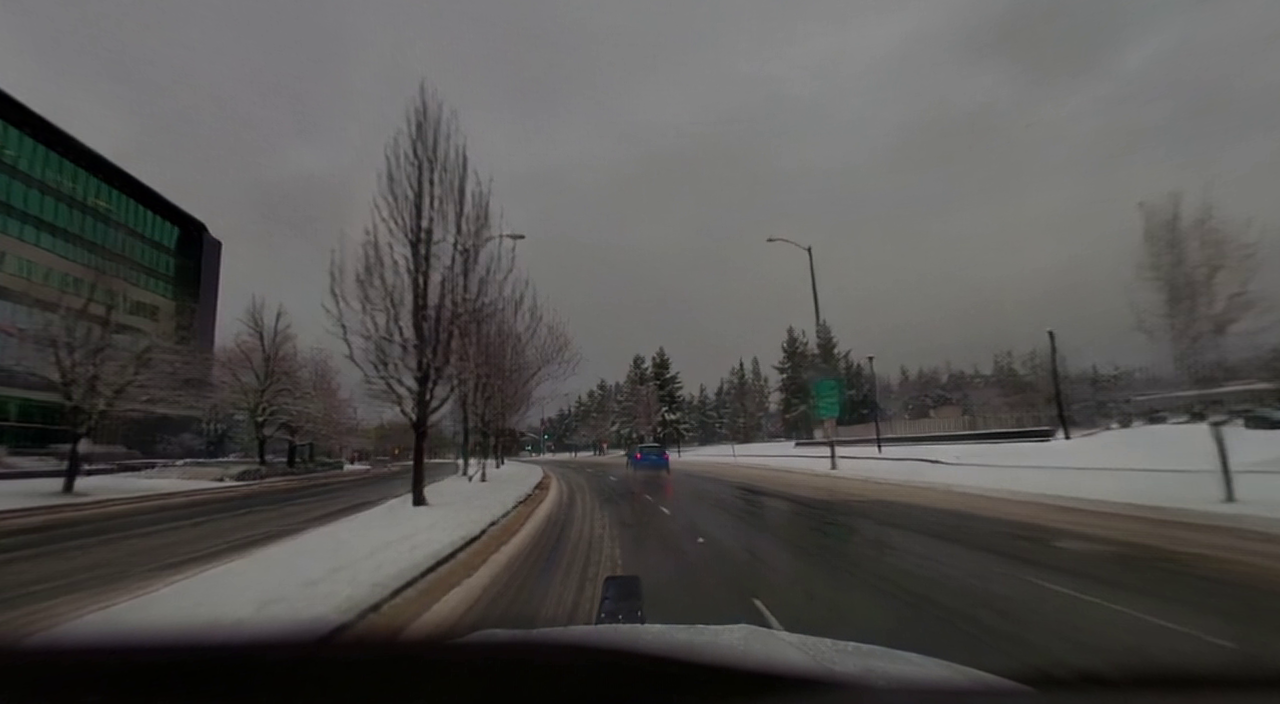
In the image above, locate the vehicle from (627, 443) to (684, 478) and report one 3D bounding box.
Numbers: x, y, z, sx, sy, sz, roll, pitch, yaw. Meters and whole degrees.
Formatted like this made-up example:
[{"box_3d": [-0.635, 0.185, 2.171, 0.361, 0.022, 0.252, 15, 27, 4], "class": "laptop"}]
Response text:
[{"box_3d": [0.709, 5.502, 32.274, 2.165, 1.633, 4.381, 1, -9, -8], "class": "vehicle"}]
